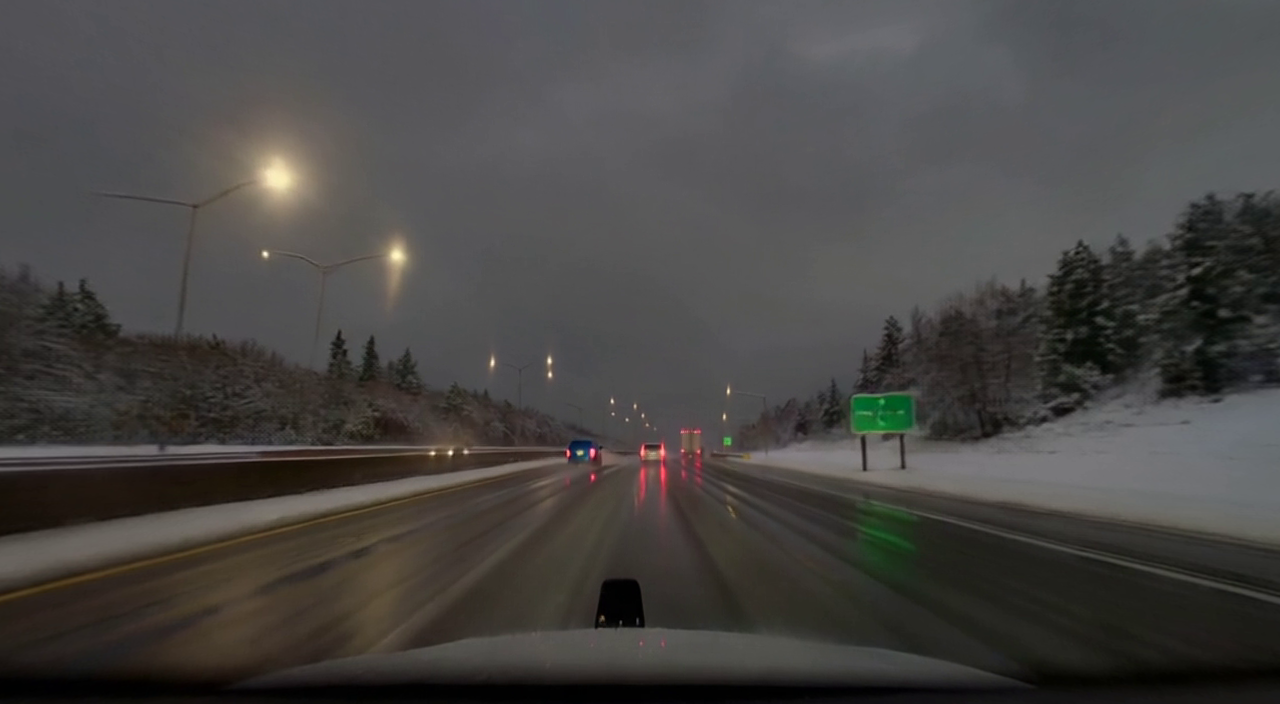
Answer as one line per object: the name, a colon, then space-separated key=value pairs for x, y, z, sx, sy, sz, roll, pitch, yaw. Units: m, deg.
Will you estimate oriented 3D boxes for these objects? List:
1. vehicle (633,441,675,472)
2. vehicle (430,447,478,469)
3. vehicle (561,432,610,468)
vehicle: x=0.749 y=5.599 z=33.851 sx=2.086 sy=1.548 sz=4.325 roll=0 pitch=-9 yaw=1
vehicle: x=-13.496 y=7.667 z=45.885 sx=1.911 sy=1.499 sz=4.586 roll=-1 pitch=-9 yaw=3
vehicle: x=-3.060 y=5.666 z=36.556 sx=2.264 sy=1.901 sz=4.647 roll=0 pitch=-9 yaw=2
